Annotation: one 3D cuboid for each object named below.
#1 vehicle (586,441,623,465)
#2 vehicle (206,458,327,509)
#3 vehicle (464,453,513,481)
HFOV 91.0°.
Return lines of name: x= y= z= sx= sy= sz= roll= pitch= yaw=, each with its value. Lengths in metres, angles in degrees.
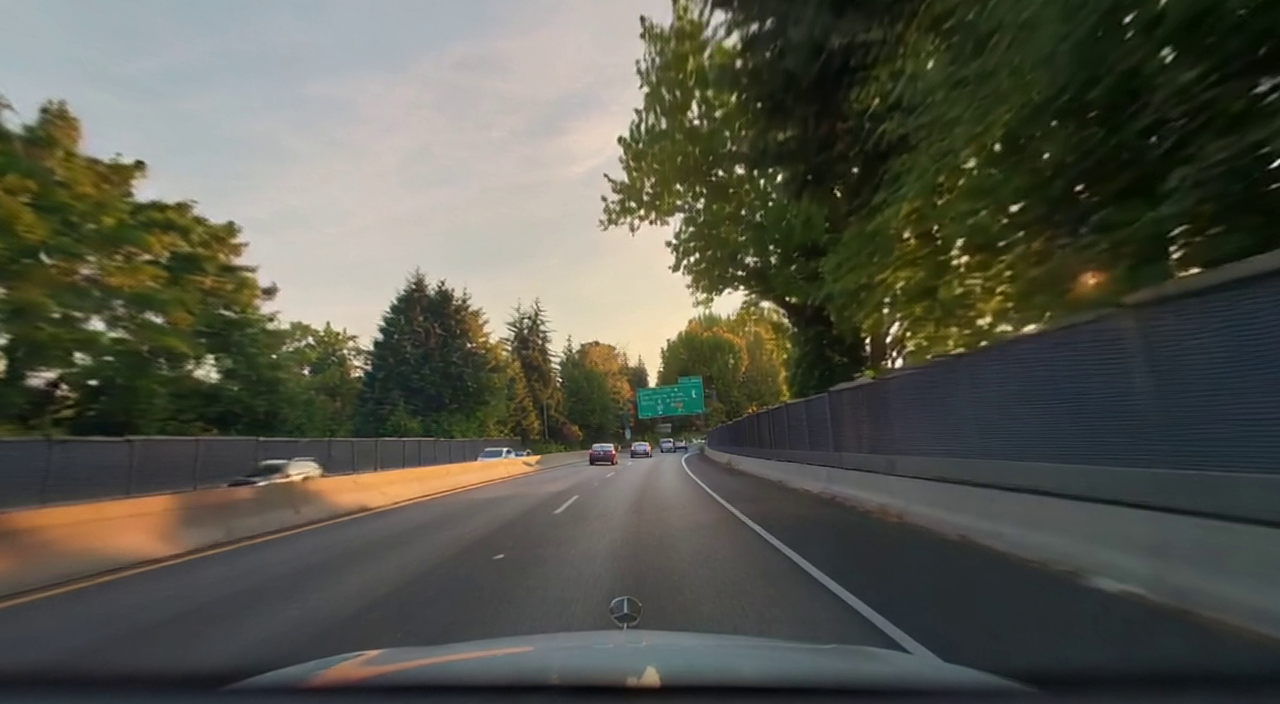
vehicle: x=-2.252 y=6.590 z=41.284 sx=1.985 sy=1.518 sz=3.847 roll=-1 pitch=-8 yaw=4
vehicle: x=-14.538 y=5.096 z=24.858 sx=1.909 sy=1.706 sz=4.501 roll=0 pitch=-8 yaw=1
vehicle: x=-9.795 y=7.446 z=41.027 sx=1.931 sy=1.645 sz=4.338 roll=0 pitch=-8 yaw=3
